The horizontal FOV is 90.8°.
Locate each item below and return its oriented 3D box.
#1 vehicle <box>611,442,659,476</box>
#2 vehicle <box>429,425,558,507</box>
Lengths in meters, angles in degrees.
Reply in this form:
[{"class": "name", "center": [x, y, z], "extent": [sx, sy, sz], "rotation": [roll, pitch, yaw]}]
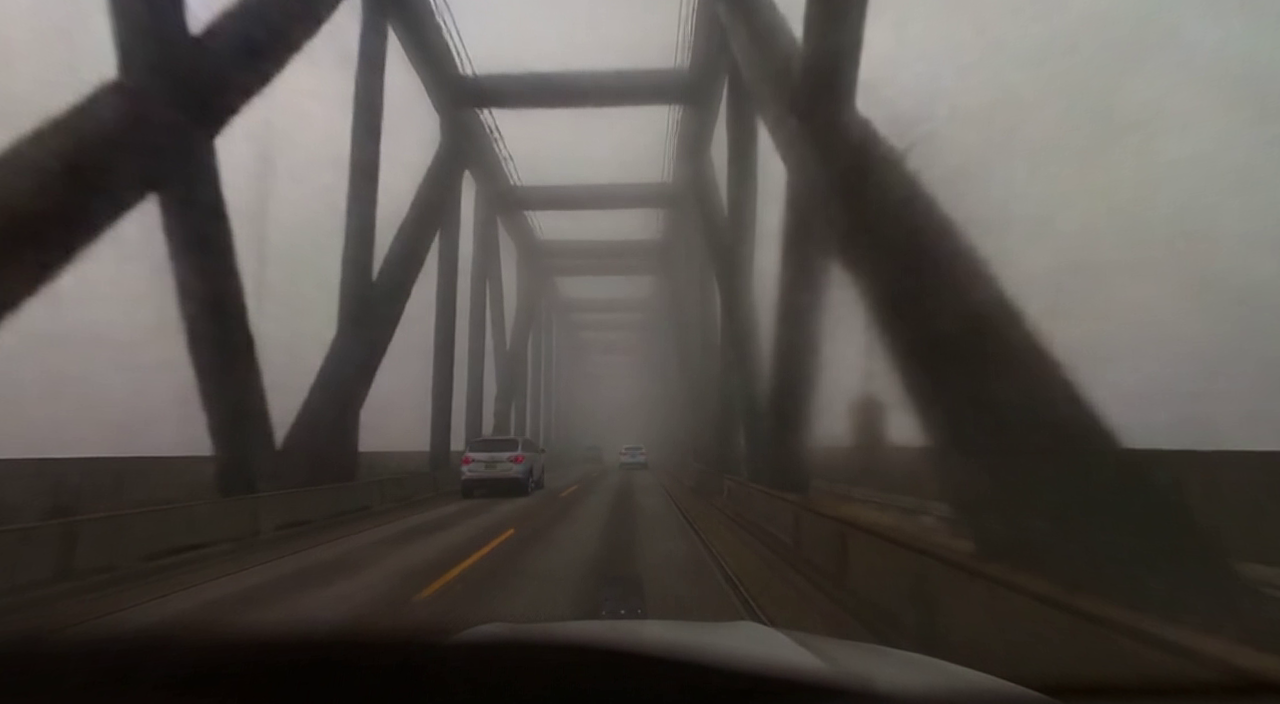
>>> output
[{"class": "vehicle", "center": [-0.214, 4.864, 28.939], "extent": [2.048, 1.450, 3.973], "rotation": [0, -9, -1]}, {"class": "vehicle", "center": [-3.585, 2.899, 16.542], "extent": [2.190, 1.807, 4.741], "rotation": [0, -9, 1]}]
